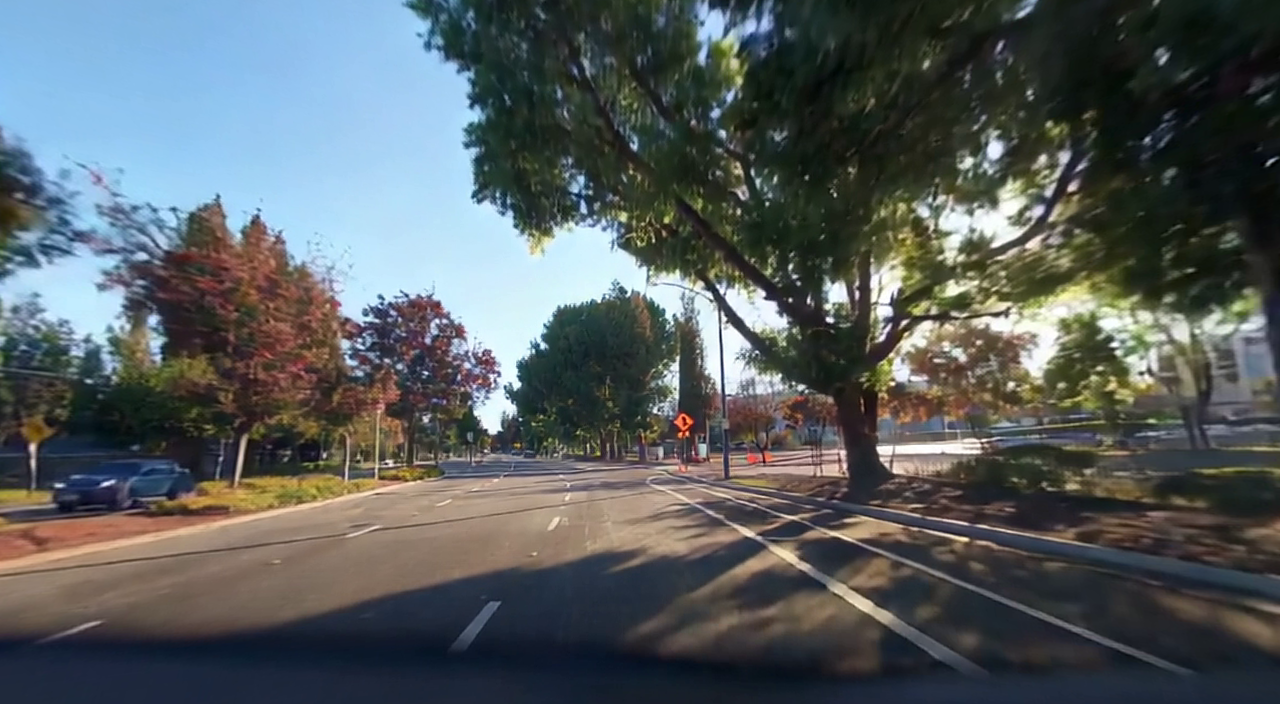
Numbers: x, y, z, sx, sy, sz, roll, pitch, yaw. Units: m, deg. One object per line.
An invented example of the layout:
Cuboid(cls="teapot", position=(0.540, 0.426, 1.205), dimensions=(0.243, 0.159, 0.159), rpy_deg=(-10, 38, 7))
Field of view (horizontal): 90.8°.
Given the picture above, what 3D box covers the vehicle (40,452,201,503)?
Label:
Cuboid(cls="vehicle", position=(-20.198, 4.850, 24.967), dimensions=(2.045, 1.797, 5.228), rpy_deg=(1, -9, -3))
